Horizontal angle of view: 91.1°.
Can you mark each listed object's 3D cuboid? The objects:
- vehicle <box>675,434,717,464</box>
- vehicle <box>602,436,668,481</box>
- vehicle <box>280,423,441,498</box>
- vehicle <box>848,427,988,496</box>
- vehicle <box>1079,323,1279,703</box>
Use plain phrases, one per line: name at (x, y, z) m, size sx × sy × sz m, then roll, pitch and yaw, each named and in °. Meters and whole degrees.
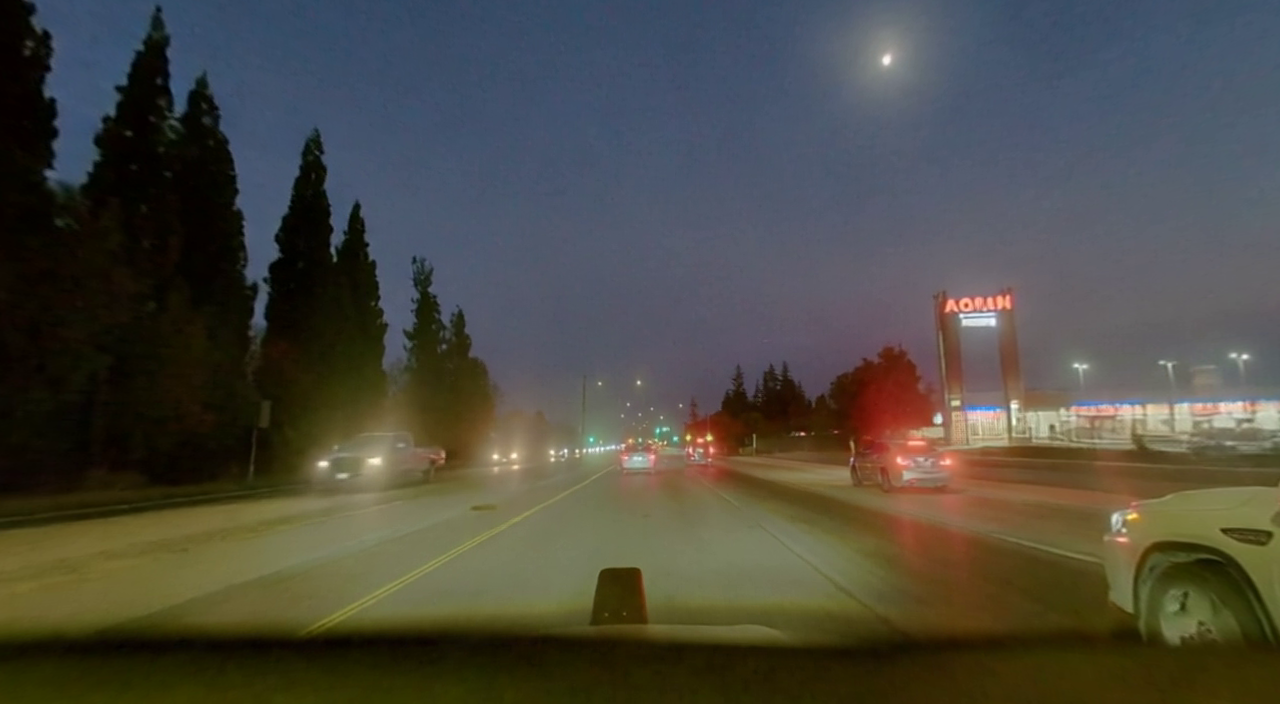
vehicle at (4.179, 7.400, 47.900) m, size 2.716 × 2.131 × 5.766 m, roll 0°, pitch -8°, yaw 1°
vehicle at (-0.138, 4.038, 24.062) m, size 2.315 × 1.563 × 4.080 m, roll 0°, pitch -8°, yaw 1°
vehicle at (-8.189, 3.247, 19.189) m, size 2.262 × 1.920 × 5.604 m, roll 0°, pitch -8°, yaw 1°
vehicle at (7.912, 3.148, 18.418) m, size 2.090 × 1.768 × 4.407 m, roll 0°, pitch -8°, yaw 1°
vehicle at (3.516, 0.600, 1.206) m, size 2.090 × 1.763 × 4.560 m, roll 0°, pitch -8°, yaw 1°
